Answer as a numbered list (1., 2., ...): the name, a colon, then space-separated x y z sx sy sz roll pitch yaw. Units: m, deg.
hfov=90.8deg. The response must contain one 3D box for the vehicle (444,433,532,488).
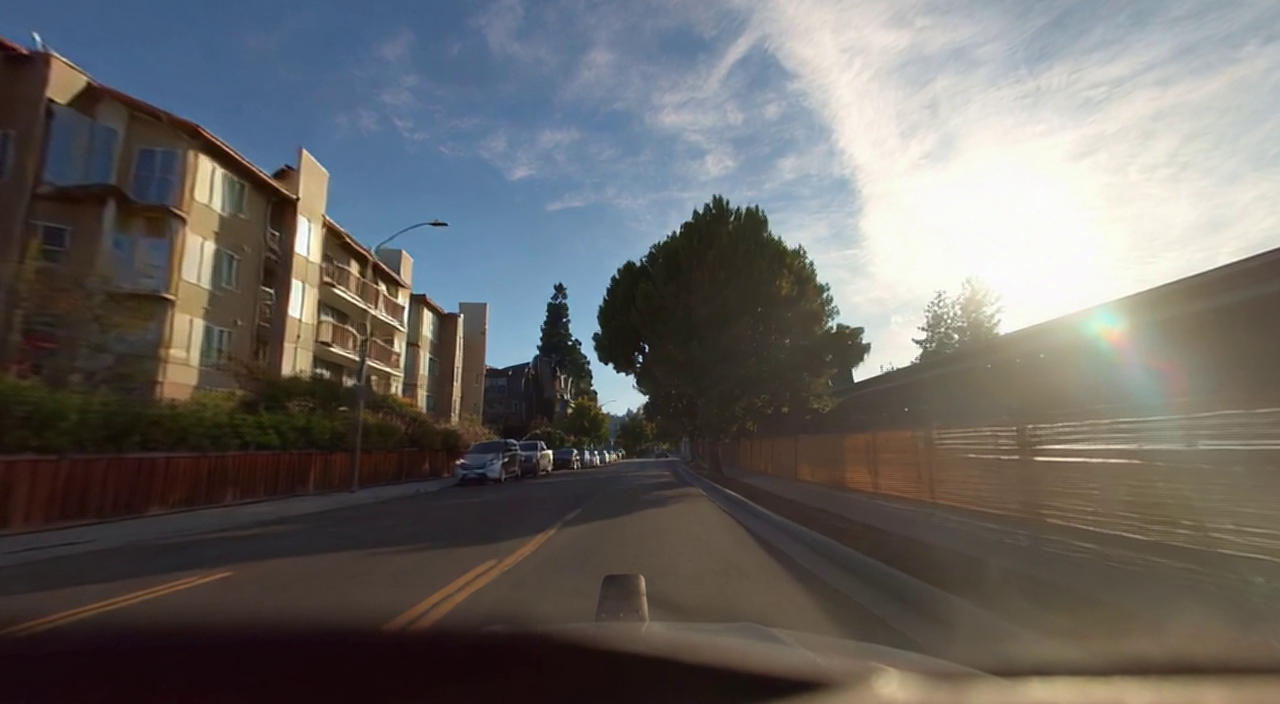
1. vehicle: -6.100 4.434 26.104 2.192 1.965 4.917 2 -9 2

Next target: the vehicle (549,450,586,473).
1. vehicle: -5.228 7.961 46.178 1.914 1.417 4.750 2 -8 3
